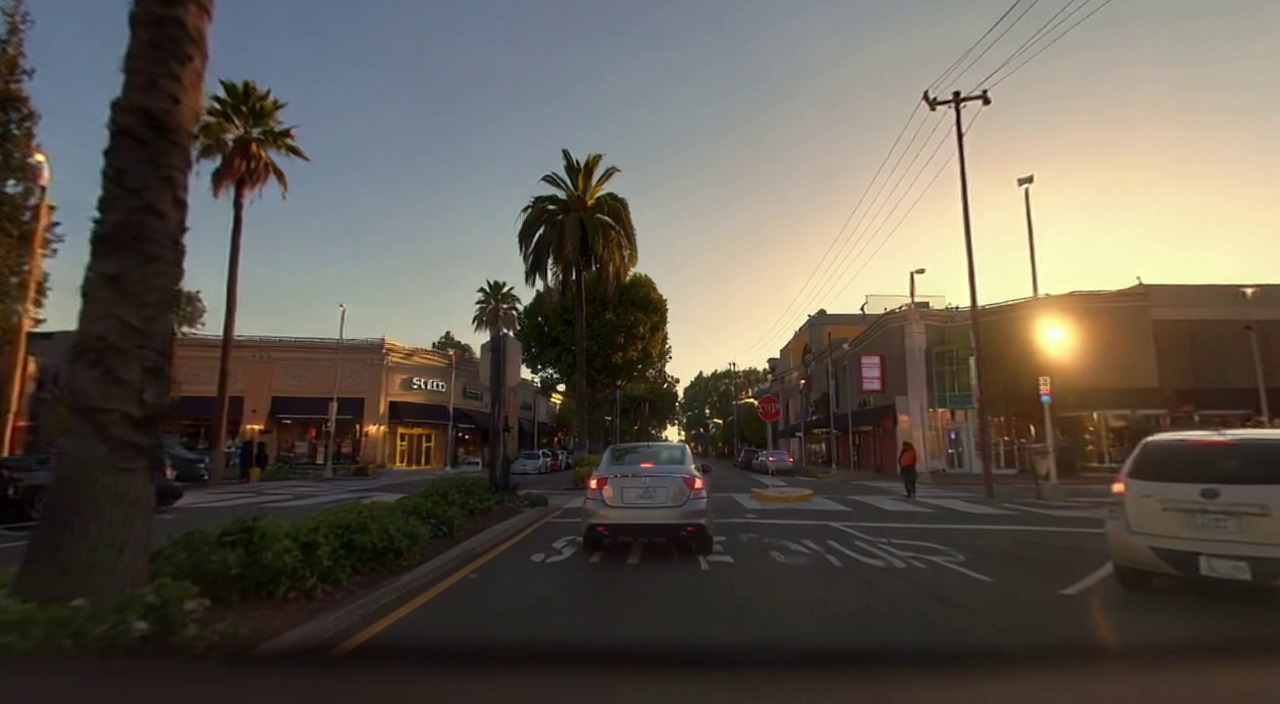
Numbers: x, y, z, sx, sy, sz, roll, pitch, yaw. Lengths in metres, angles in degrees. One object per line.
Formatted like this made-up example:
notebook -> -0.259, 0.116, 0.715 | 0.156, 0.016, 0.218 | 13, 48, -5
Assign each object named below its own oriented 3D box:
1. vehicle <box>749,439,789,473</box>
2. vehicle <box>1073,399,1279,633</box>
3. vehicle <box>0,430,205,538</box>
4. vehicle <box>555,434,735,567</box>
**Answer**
vehicle -> 9.466, 7.586, 46.394 | 2.467, 2.369, 1.577 | 4, -9, -37
vehicle -> 6.101, 1.431, 6.285 | 4.623, 1.650, 1.937 | 8, -12, -44
vehicle -> -10.797, 2.344, 11.550 | 2.089, 1.731, 4.223 | -9, -12, 44
vehicle -> 0.172, 1.980, 9.183 | 2.031, 1.479, 3.969 | -1, -9, 4
